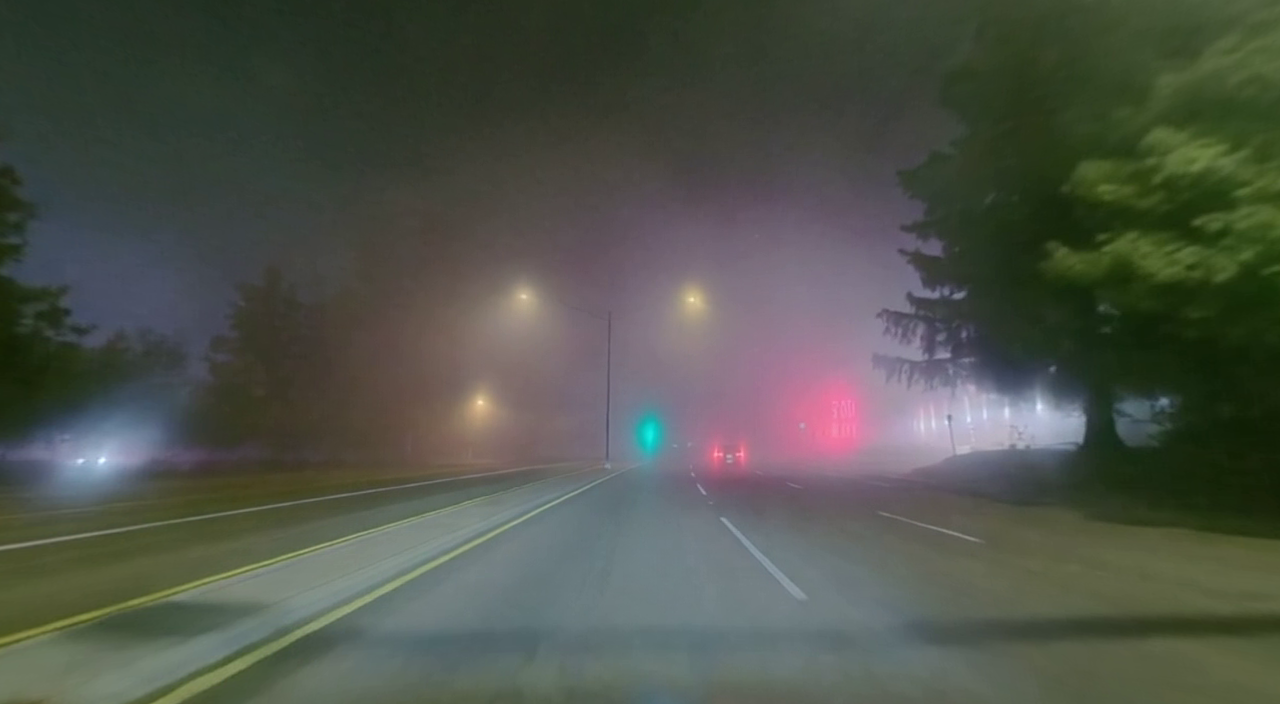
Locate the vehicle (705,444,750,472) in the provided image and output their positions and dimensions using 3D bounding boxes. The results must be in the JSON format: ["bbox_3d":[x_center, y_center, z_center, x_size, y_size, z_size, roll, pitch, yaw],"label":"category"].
[{"bbox_3d":[4.854,5.948,35.597,2.015,1.479,4.444,0,-9,2],"label":"vehicle"}]
